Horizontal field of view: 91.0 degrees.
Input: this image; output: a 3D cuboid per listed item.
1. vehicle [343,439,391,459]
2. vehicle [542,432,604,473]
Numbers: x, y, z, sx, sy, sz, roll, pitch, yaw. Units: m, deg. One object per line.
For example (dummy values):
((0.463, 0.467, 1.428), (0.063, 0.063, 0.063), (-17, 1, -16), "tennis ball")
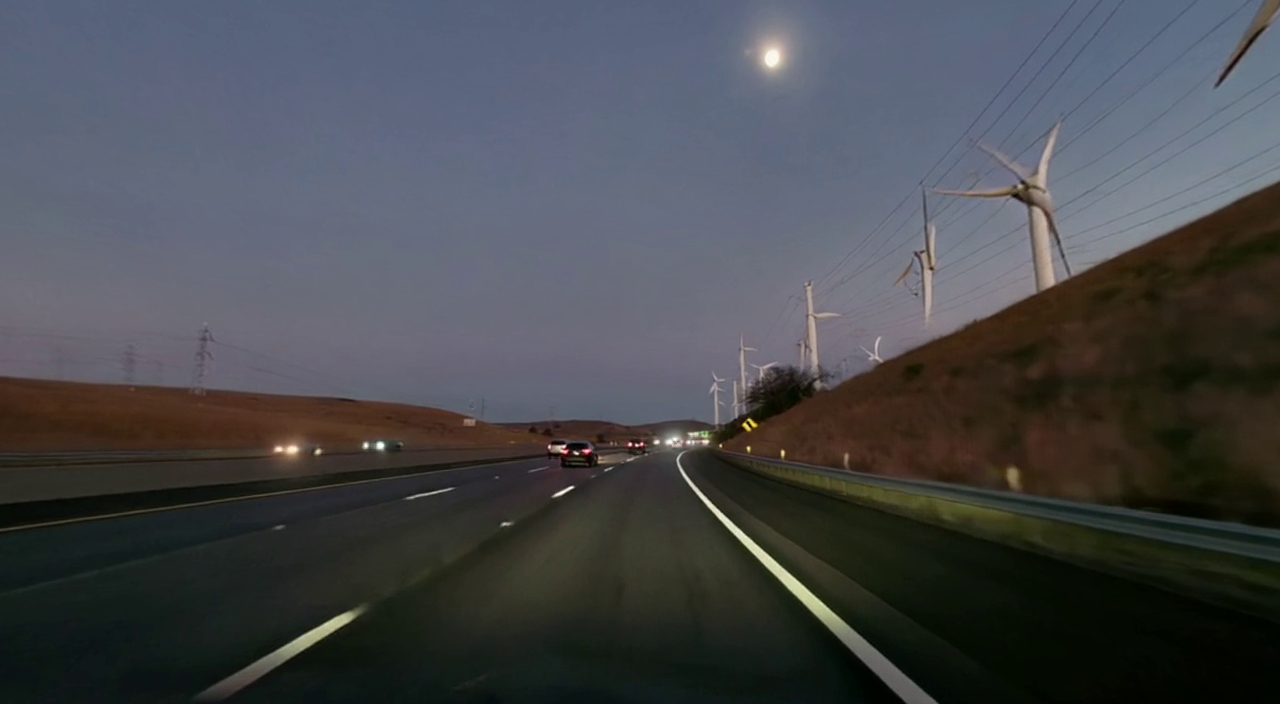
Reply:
((-20.506, 7.316, 47.503), (1.768, 1.466, 3.886), (0, -9, 2), "vehicle")
((-2.963, 4.578, 28.825), (2.118, 1.702, 4.355), (0, -9, 3), "vehicle")
